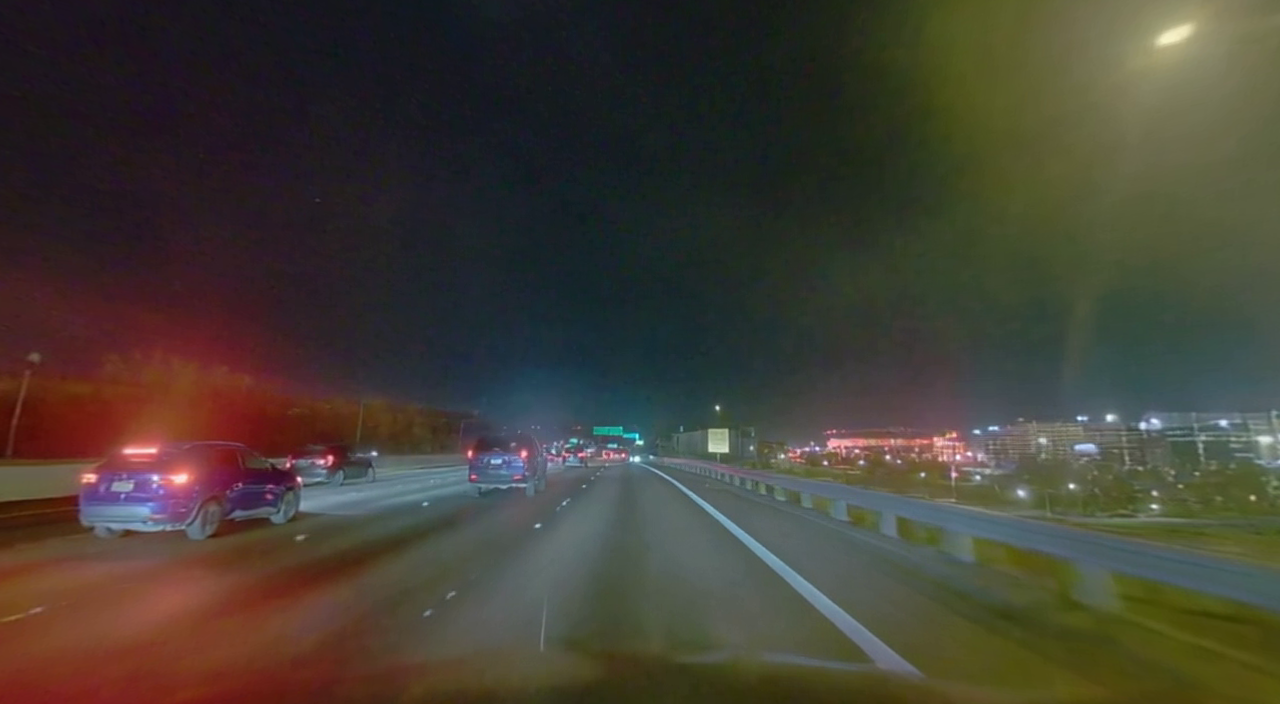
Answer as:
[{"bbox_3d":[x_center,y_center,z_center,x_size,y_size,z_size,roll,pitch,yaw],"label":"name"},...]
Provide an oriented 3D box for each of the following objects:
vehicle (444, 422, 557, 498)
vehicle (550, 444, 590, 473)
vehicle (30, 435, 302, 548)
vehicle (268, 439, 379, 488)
[{"bbox_3d":[-4.066,3.250,19.436,2.301,1.985,5.247,0,-8,0],"label":"vehicle"},{"bbox_3d":[-4.106,6.258,37.391,1.955,1.614,3.817,0,-8,-1],"label":"vehicle"},{"bbox_3d":[-7.376,2.150,10.323,1.796,1.509,3.393,0,-8,-1],"label":"vehicle"},{"bbox_3d":[-11.712,4.133,23.755,1.919,1.665,4.394,0,-8,-1],"label":"vehicle"}]
